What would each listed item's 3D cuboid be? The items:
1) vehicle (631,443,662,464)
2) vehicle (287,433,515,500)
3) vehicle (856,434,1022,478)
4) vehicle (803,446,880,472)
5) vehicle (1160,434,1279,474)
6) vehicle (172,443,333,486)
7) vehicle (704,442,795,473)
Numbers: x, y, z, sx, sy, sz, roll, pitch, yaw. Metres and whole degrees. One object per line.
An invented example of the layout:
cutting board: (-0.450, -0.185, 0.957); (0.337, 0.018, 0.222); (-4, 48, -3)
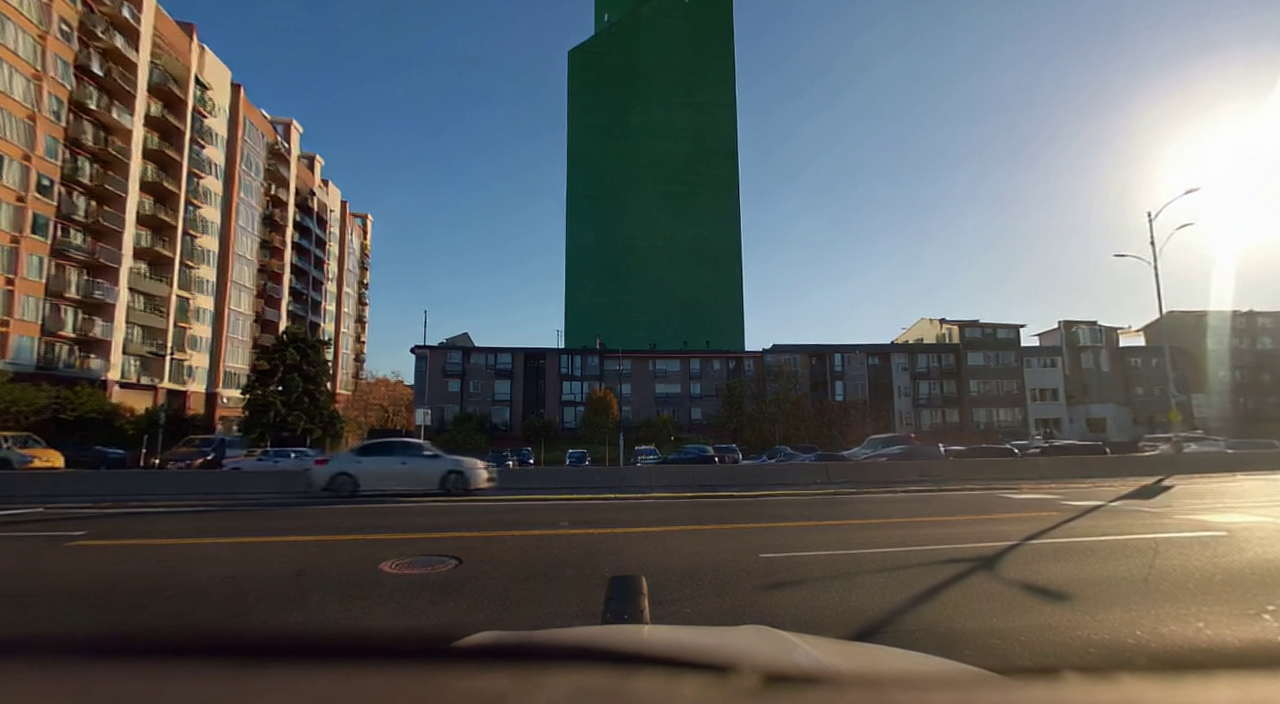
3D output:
vehicle: (0.426, 7.588, 47.123); (1.845, 1.509, 3.855); (1, -9, -6)
vehicle: (-5.579, 2.748, 15.386); (4.818, 1.470, 1.989); (1, -9, -8)
vehicle: (10.890, 3.780, 23.080); (5.371, 1.488, 1.763); (1, -9, -11)
vehicle: (12.743, 6.732, 39.959); (4.215, 1.575, 1.884); (2, -9, -12)
vehicle: (23.283, 3.960, 24.589); (4.921, 1.453, 1.894); (2, -9, -13)
vehicle: (-13.872, 4.031, 22.849); (4.513, 1.451, 1.853); (1, -9, -7)
vehicle: (6.686, 6.479, 38.728); (5.127, 1.803, 2.011); (1, -9, -9)
